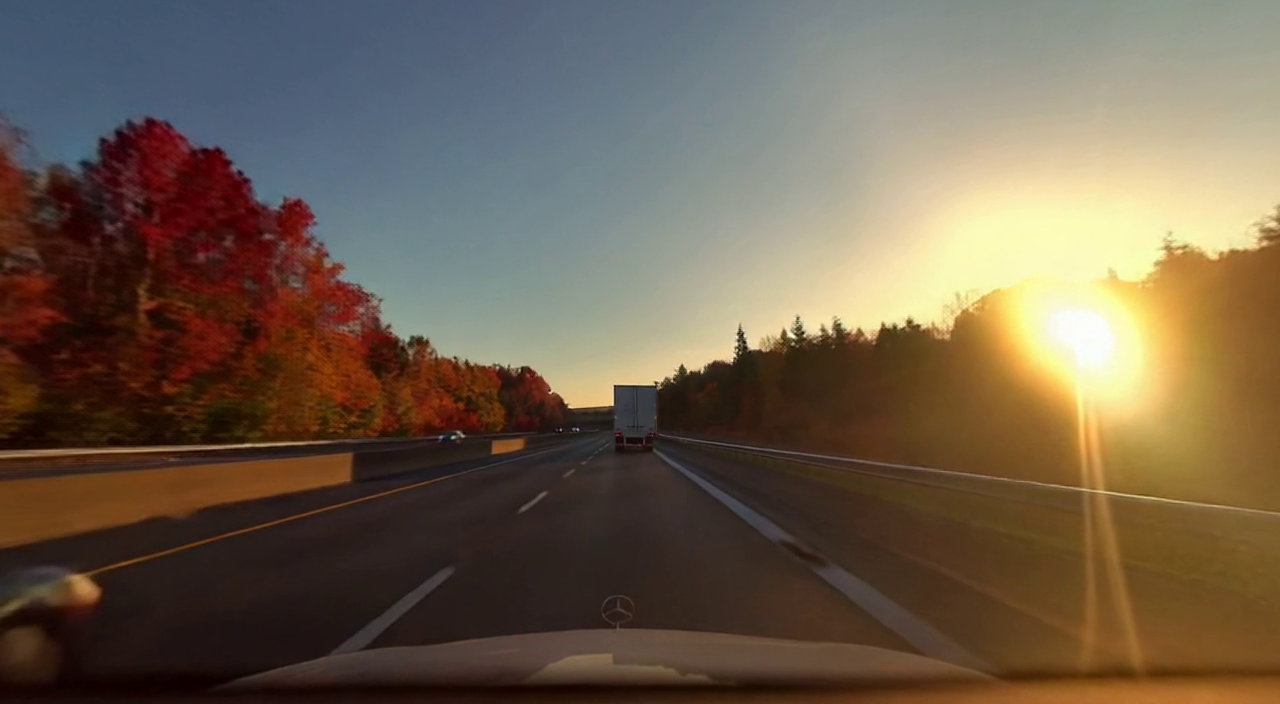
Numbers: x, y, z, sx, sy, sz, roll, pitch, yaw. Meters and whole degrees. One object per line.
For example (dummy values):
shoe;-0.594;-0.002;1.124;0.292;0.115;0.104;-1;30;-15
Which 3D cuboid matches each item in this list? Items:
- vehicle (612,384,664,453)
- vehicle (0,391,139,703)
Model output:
vehicle;-0.293;4.663;42.617;3.013;4.016;11.496;0;-8;-2
vehicle;-3.572;0.704;0.901;2.217;1.495;4.245;0;-8;0
